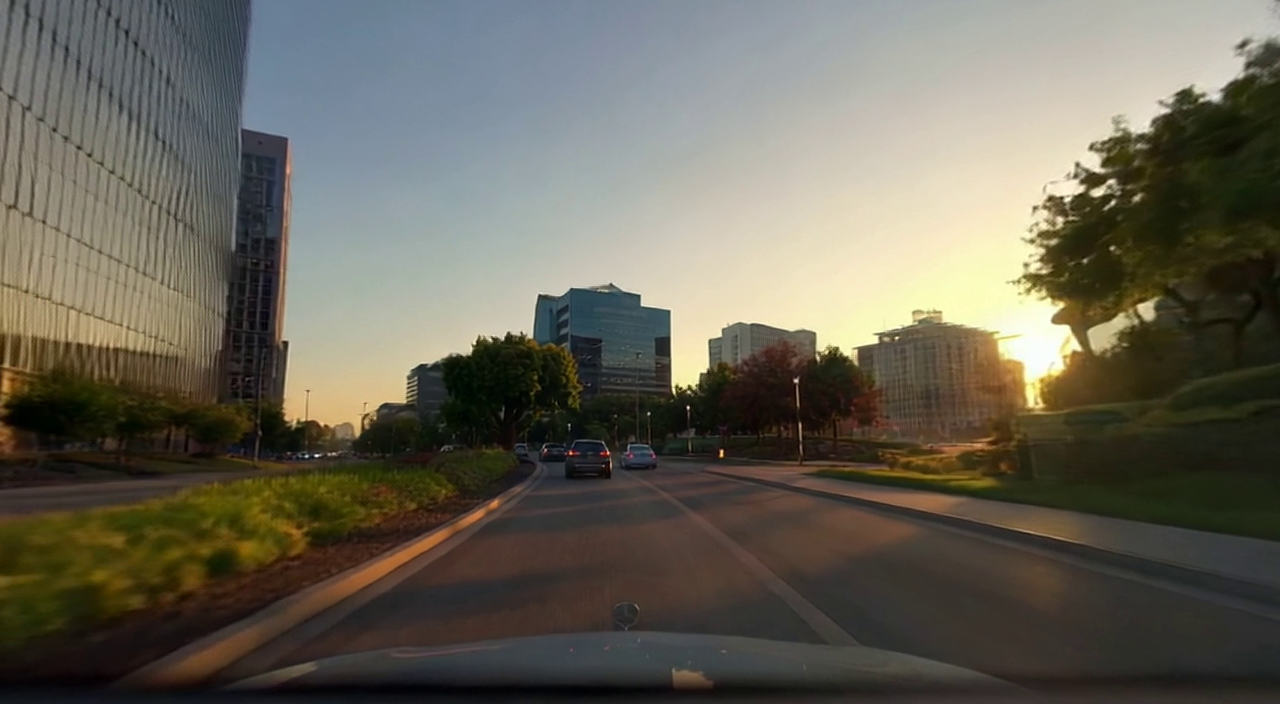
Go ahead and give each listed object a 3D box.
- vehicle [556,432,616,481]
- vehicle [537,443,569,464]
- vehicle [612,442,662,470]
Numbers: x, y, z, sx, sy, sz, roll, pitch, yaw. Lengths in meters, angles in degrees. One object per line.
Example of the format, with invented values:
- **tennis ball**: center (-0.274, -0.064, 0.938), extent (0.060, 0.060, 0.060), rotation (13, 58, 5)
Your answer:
- **vehicle**: center (-2.211, 4.147, 25.276), extent (2.173, 1.761, 4.374), rotation (1, -9, -6)
- **vehicle**: center (-6.803, 7.838, 48.739), extent (2.029, 1.515, 4.494), rotation (2, -9, -13)
- **vehicle**: center (-0.259, 5.933, 36.152), extent (2.116, 1.506, 4.355), rotation (2, -9, -10)
